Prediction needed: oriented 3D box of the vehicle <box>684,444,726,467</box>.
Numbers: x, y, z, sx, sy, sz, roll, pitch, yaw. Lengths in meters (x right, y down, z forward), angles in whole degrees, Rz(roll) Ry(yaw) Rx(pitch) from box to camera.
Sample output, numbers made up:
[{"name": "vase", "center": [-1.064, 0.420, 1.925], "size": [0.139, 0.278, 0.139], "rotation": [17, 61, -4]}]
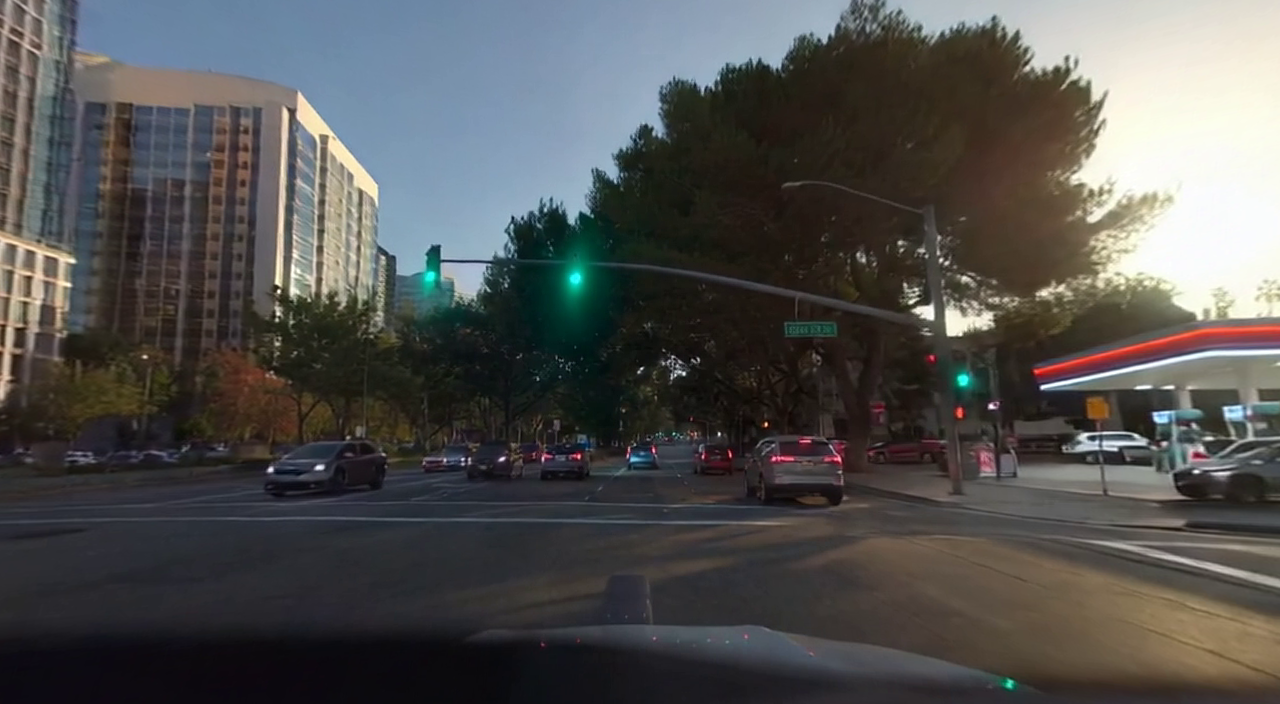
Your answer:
[{"name": "vehicle", "center": [4.294, 6.958, 42.536], "size": [2.174, 1.462, 4.400], "rotation": [0, -9, -3]}]

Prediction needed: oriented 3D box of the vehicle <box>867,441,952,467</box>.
[{"name": "vehicle", "center": [17.030, 6.461, 40.013], "size": [4.506, 1.604, 1.830], "rotation": [0, -9, -1]}]

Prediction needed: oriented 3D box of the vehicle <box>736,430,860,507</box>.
[{"name": "vehicle", "center": [3.827, 2.902, 16.148], "size": [2.022, 1.683, 4.171], "rotation": [0, -9, -1]}]

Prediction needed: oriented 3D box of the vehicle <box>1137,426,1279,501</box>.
[{"name": "vehicle", "center": [17.736, 3.009, 17.554], "size": [5.585, 1.866, 2.607], "rotation": [-1, -9, -2]}]

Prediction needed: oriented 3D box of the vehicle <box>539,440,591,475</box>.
[{"name": "vehicle", "center": [-3.675, 5.230, 31.525], "size": [2.023, 1.607, 4.086], "rotation": [0, -9, 1]}]

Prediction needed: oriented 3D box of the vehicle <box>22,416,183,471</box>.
[{"name": "vehicle", "center": [-33.780, 5.808, 39.863], "size": [7.339, 3.284, 2.857], "rotation": [0, -9, 0]}]

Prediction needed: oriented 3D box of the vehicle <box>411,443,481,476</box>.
[{"name": "vehicle", "center": [-9.129, 5.067, 29.949], "size": [2.001, 1.461, 3.859], "rotation": [-1, -9, 2]}]

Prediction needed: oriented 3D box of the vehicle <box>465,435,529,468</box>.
[{"name": "vehicle", "center": [-9.113, 6.429, 40.835], "size": [2.455, 1.904, 6.030], "rotation": [-1, -9, 2]}]

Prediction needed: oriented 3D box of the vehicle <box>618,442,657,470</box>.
[{"name": "vehicle", "center": [-0.121, 5.838, 35.560], "size": [2.104, 1.477, 4.591], "rotation": [0, -9, 0]}]

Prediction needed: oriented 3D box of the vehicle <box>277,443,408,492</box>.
[{"name": "vehicle", "center": [-9.664, 3.766, 21.020], "size": [2.023, 1.433, 4.699], "rotation": [0, -9, 1]}]

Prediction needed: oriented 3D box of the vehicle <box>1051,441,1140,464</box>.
[{"name": "vehicle", "center": [30.635, 6.768, 42.464], "size": [4.587, 1.422, 1.853], "rotation": [0, -9, -1]}]
